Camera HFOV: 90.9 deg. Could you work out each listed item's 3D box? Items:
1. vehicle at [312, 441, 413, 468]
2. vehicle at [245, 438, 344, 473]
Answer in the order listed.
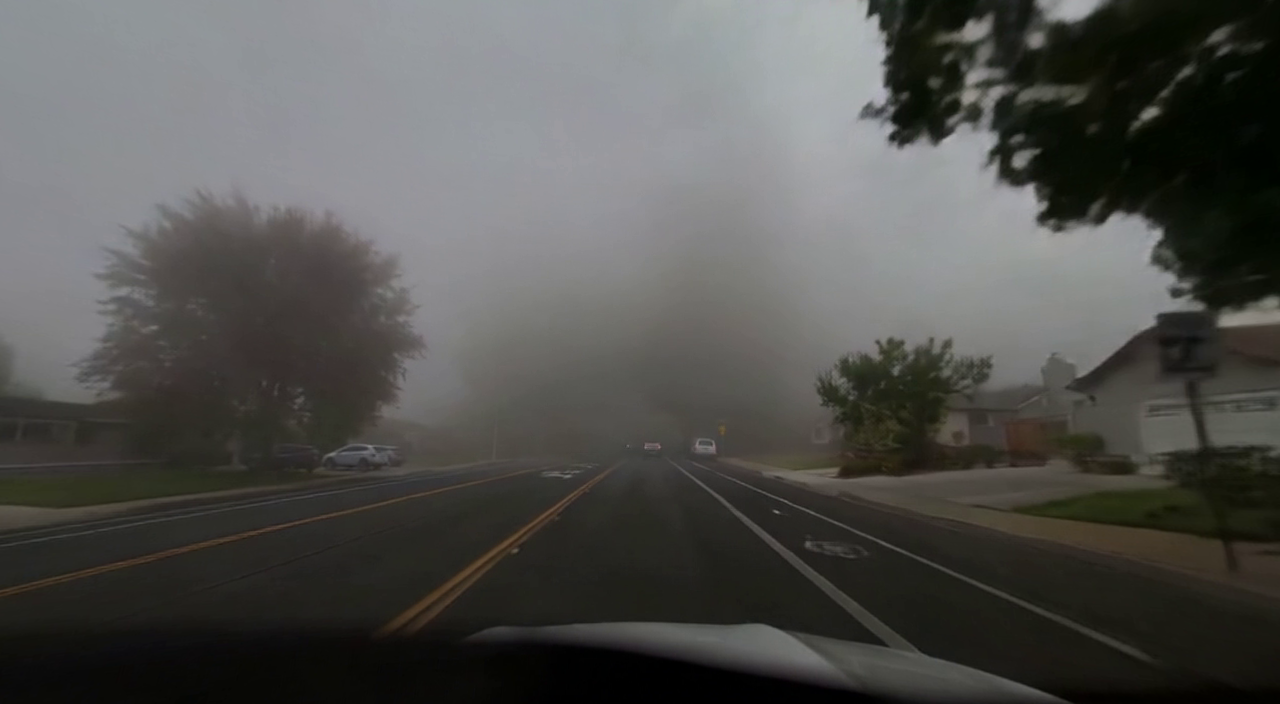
[{"bbox_3d":[-17.918,6.626,40.870,5.419,1.649,2.396,0,-9,1],"label":"vehicle"},{"bbox_3d":[-18.730,5.587,34.196,4.372,1.745,2.017,6,-10,-35],"label":"vehicle"}]
